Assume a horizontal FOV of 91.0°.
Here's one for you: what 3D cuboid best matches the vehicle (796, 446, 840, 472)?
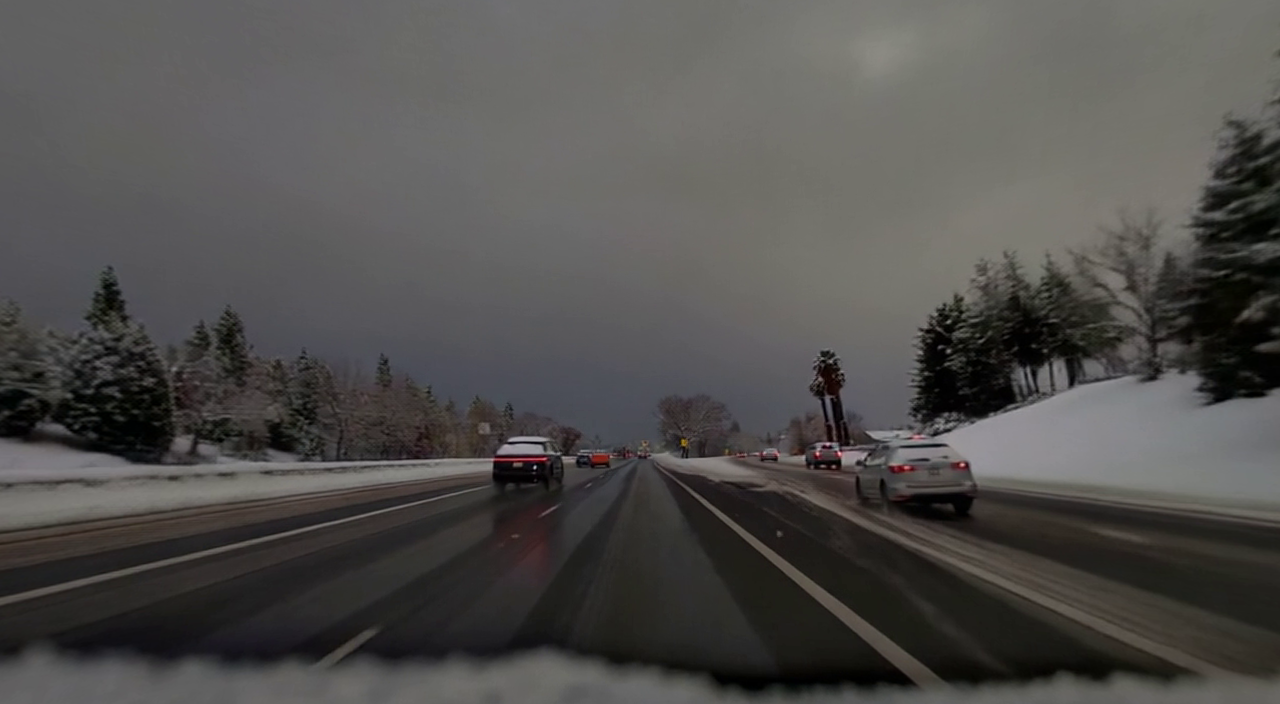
[{"bbox_3d":[12.999,7.831,46.259,1.991,1.755,4.836,-1,-9,3],"label":"vehicle"}]

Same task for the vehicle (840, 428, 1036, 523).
[{"bbox_3d":[6.561,2.785,14.778,2.303,1.791,5.247,-1,-9,4],"label":"vehicle"}]

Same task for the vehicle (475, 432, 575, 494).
[{"bbox_3d":[-3.916,3.936,22.703,2.420,1.937,5.916,0,-9,1],"label":"vehicle"}]

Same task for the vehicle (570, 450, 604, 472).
[{"bbox_3d":[-3.798,7.916,45.884,2.052,1.545,4.470,0,-9,1],"label":"vehicle"}]
